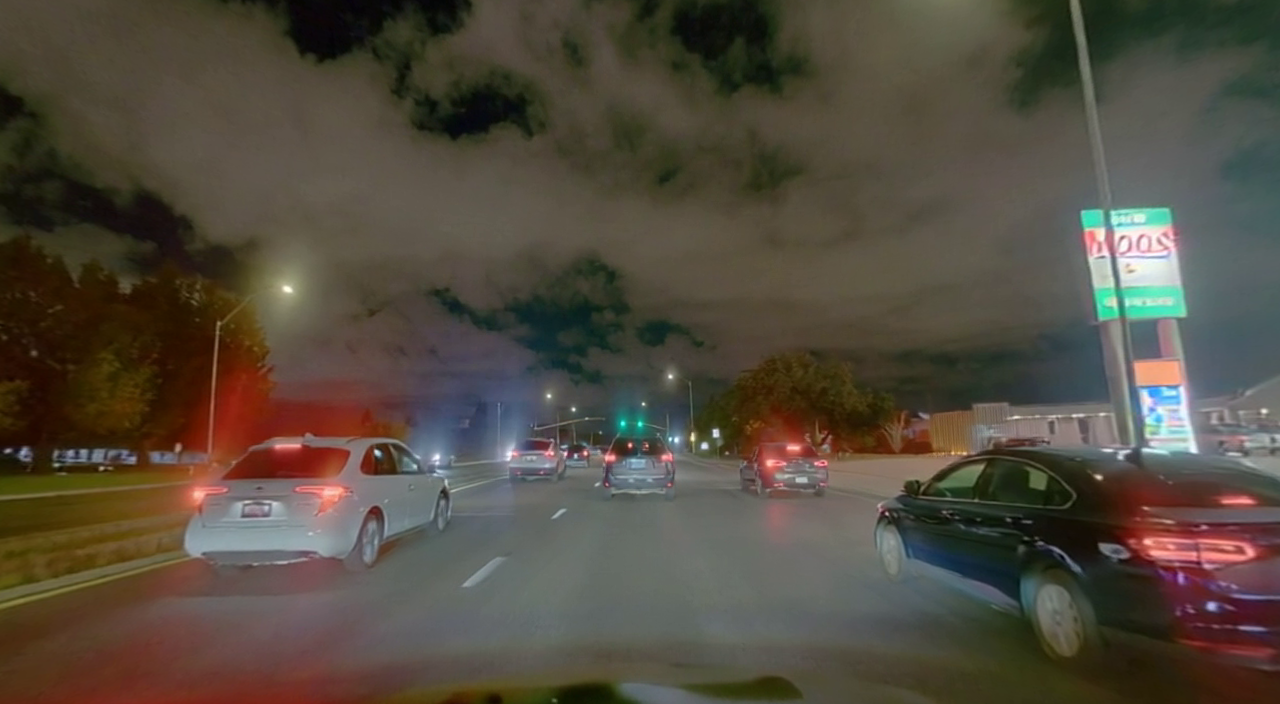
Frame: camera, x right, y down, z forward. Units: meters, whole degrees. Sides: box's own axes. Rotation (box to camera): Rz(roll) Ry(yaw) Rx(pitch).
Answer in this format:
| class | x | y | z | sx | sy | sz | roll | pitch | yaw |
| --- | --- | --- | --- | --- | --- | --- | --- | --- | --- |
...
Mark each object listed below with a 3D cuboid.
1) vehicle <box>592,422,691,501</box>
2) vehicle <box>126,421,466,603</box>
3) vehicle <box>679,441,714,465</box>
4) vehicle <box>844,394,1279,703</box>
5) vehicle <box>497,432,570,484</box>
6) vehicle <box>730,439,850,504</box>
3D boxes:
| class | x | y | z | sx | sy | sz | roll | pitch | yaw |
| --- | --- | --- | --- | --- | --- | --- | --- | --- | --- |
| vehicle | 0.024 | 2.844 | 16.794 | 2.279 | 1.803 | 4.254 | 0 | -8 | 0 |
| vehicle | -3.602 | 1.709 | 7.653 | 1.864 | 1.574 | 4.031 | 0 | -8 | -1 |
| vehicle | 3.807 | 6.814 | 42.852 | 1.926 | 1.522 | 3.852 | 0 | -8 | -1 |
| vehicle | 3.179 | 1.210 | 4.347 | 1.976 | 1.492 | 4.436 | 0 | -8 | -1 |
| vehicle | -3.781 | 3.853 | 23.241 | 1.932 | 1.695 | 4.150 | 0 | -8 | 0 |
| vehicle | 3.743 | 3.045 | 16.666 | 1.888 | 1.456 | 4.589 | 0 | -8 | -2 |
